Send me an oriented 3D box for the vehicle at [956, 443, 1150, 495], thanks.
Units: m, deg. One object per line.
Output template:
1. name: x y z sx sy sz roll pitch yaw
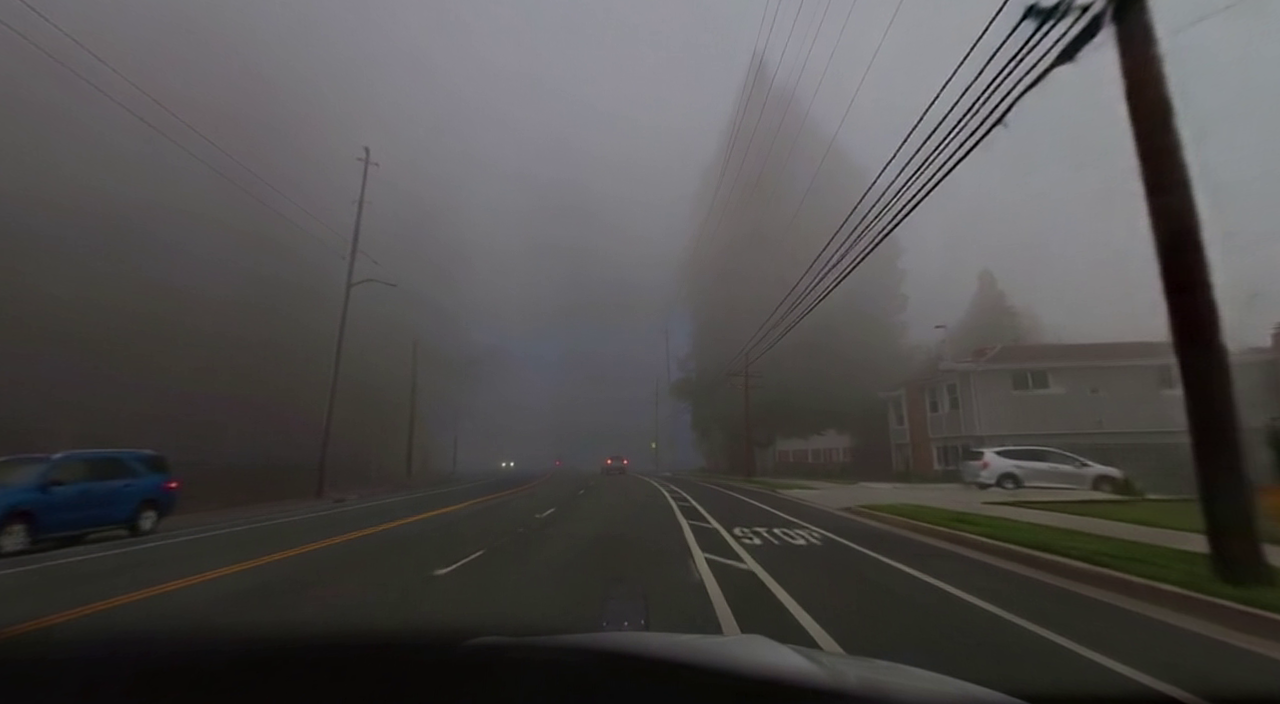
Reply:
1. vehicle: 12.645 3.583 19.512 4.648 1.511 1.919 0 -8 -2

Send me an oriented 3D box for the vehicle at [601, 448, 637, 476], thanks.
1. vehicle: -1.629 8.057 46.350 2.284 1.741 4.702 3 -8 -5

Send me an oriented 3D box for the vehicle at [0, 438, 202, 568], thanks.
1. vehicle: -11.196 2.688 11.949 1.998 2.047 5.167 0 -8 0
